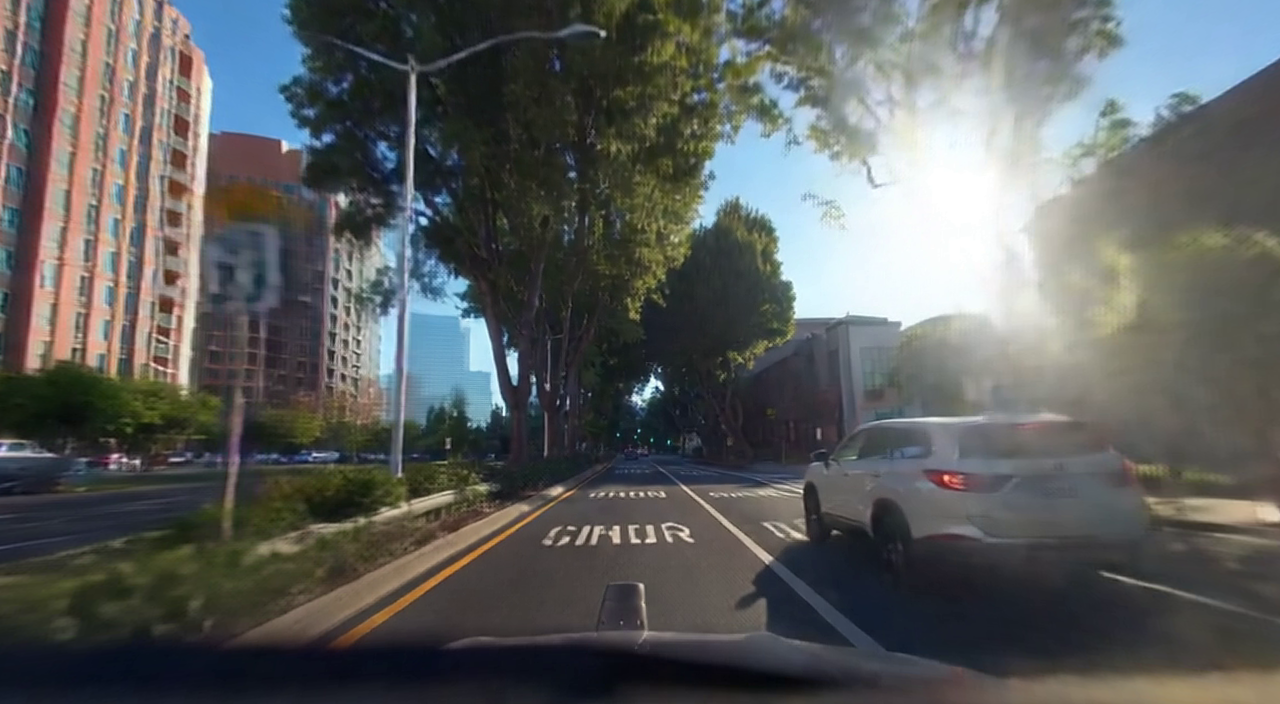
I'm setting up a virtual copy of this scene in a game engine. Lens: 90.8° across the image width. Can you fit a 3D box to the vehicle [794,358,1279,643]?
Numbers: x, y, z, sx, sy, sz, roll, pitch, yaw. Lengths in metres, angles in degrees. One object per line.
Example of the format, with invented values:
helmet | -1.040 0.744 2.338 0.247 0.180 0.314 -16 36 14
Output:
vehicle | 3.686 1.407 7.053 2.505 1.971 5.162 0 -9 -1
